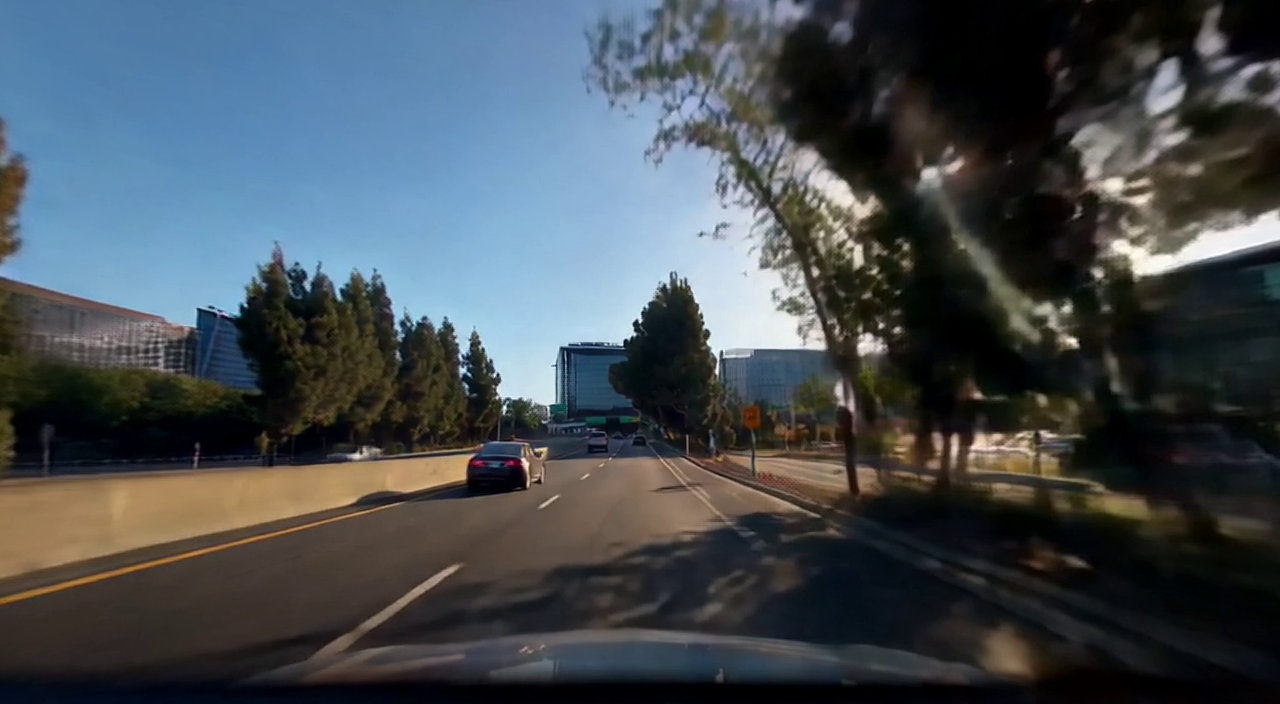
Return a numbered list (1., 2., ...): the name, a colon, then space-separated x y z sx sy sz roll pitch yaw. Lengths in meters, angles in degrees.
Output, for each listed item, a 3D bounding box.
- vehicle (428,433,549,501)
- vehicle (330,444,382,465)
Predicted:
1. vehicle: -3.747 2.943 16.627 1.984 1.521 4.682 0 -8 1
2. vehicle: -19.568 7.083 43.684 1.743 1.374 3.875 0 -8 0
